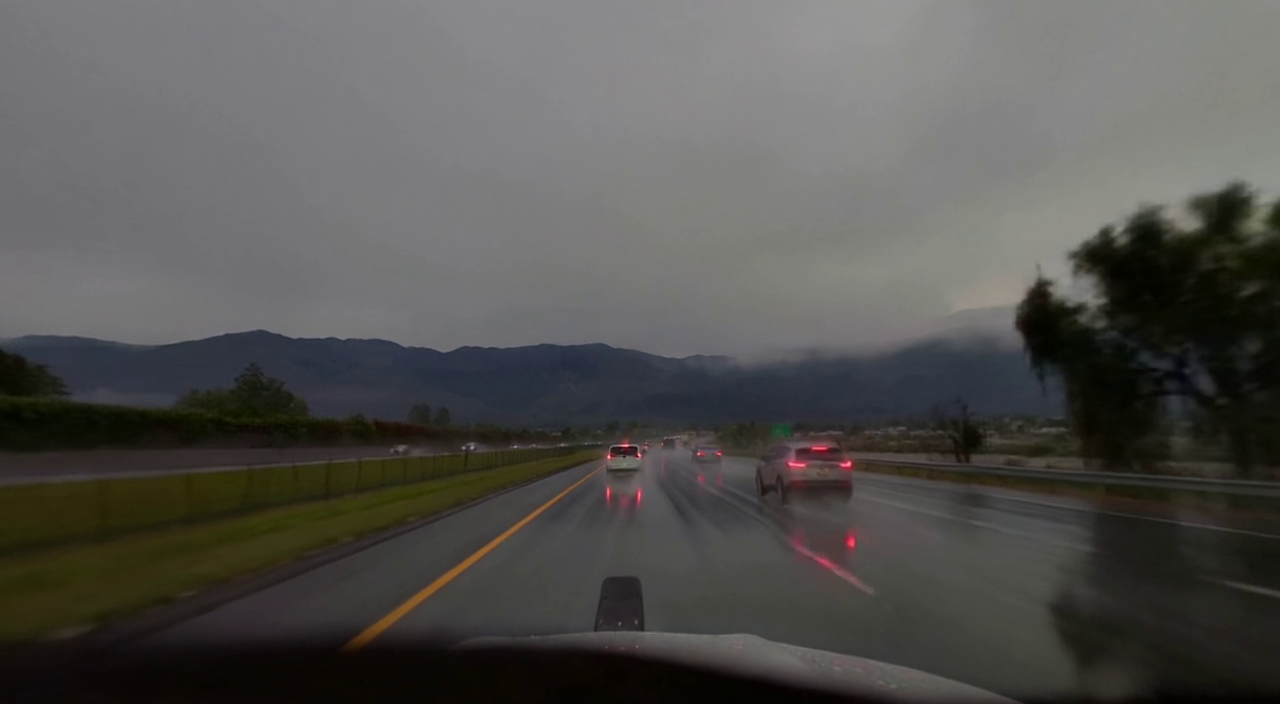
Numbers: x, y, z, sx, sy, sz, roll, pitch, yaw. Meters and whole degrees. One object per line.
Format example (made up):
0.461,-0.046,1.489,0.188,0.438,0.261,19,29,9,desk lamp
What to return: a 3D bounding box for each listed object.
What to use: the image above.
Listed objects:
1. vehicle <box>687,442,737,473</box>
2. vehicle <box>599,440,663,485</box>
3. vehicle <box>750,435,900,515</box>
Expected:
3.623,5.389,32.403,1.957,1.447,4.241,0,-9,-1,vehicle
-0.333,3.912,22.549,2.085,1.449,3.860,0,-9,-1,vehicle
3.846,2.627,13.974,1.949,1.493,4.272,0,-9,-1,vehicle
